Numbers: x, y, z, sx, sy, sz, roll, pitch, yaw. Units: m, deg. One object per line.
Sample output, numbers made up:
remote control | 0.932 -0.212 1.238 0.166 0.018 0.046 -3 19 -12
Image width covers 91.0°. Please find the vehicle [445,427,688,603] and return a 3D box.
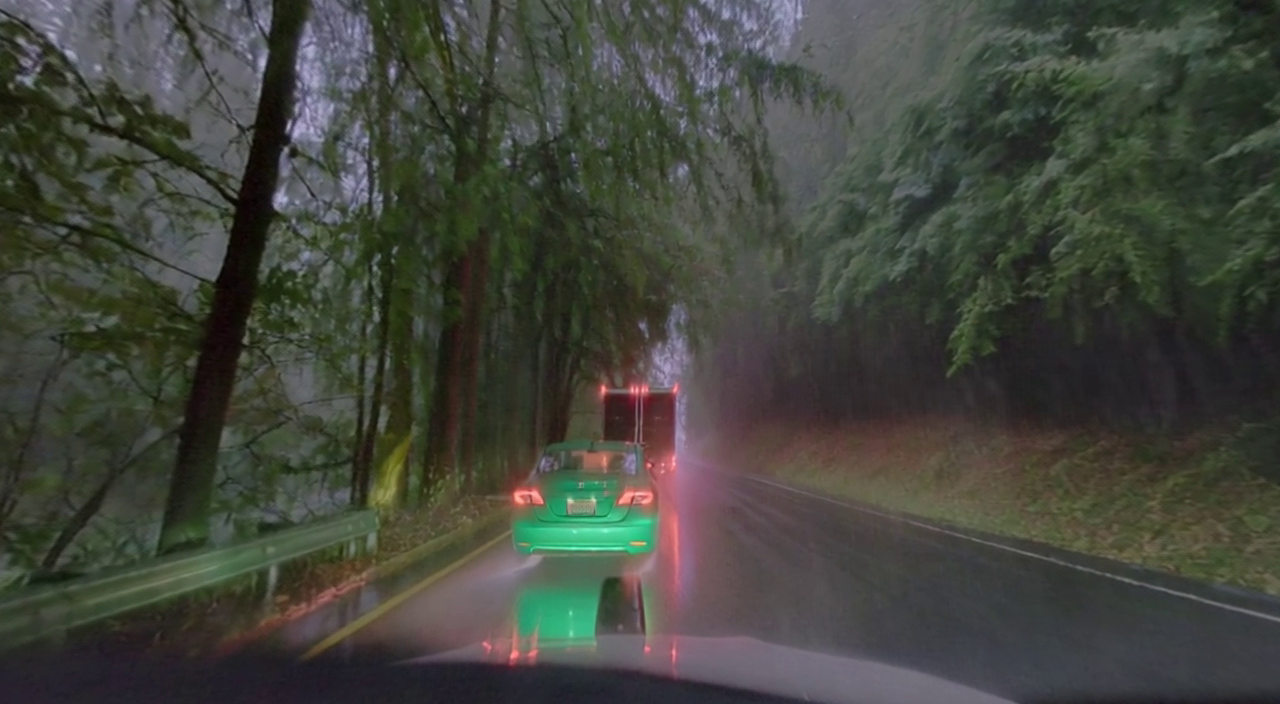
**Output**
vehicle | -0.623 1.711 7.509 2.076 1.490 4.078 0 -9 0
